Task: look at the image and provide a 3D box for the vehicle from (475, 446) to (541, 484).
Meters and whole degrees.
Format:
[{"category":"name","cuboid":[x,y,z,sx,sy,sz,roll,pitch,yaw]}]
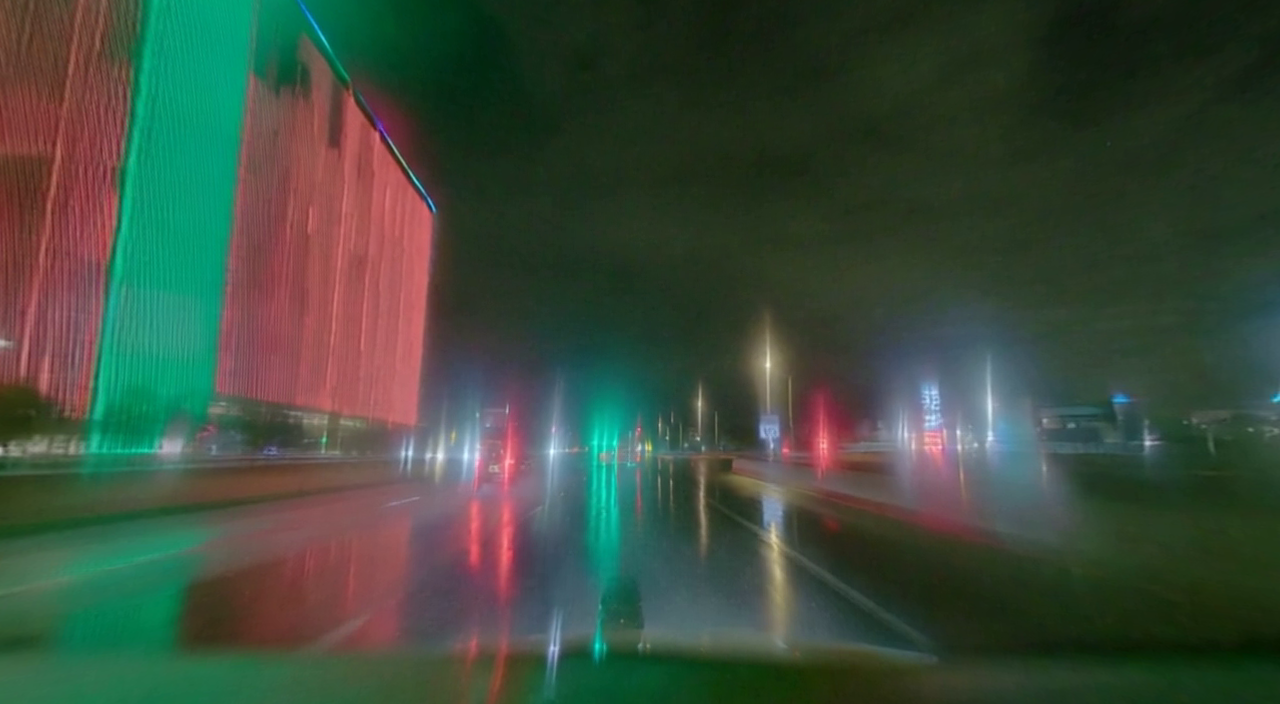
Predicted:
[{"category":"vehicle","cuboid":[-5.649,4.867,27.463,1.943,1.510,4.201,0,-9,0]}]
